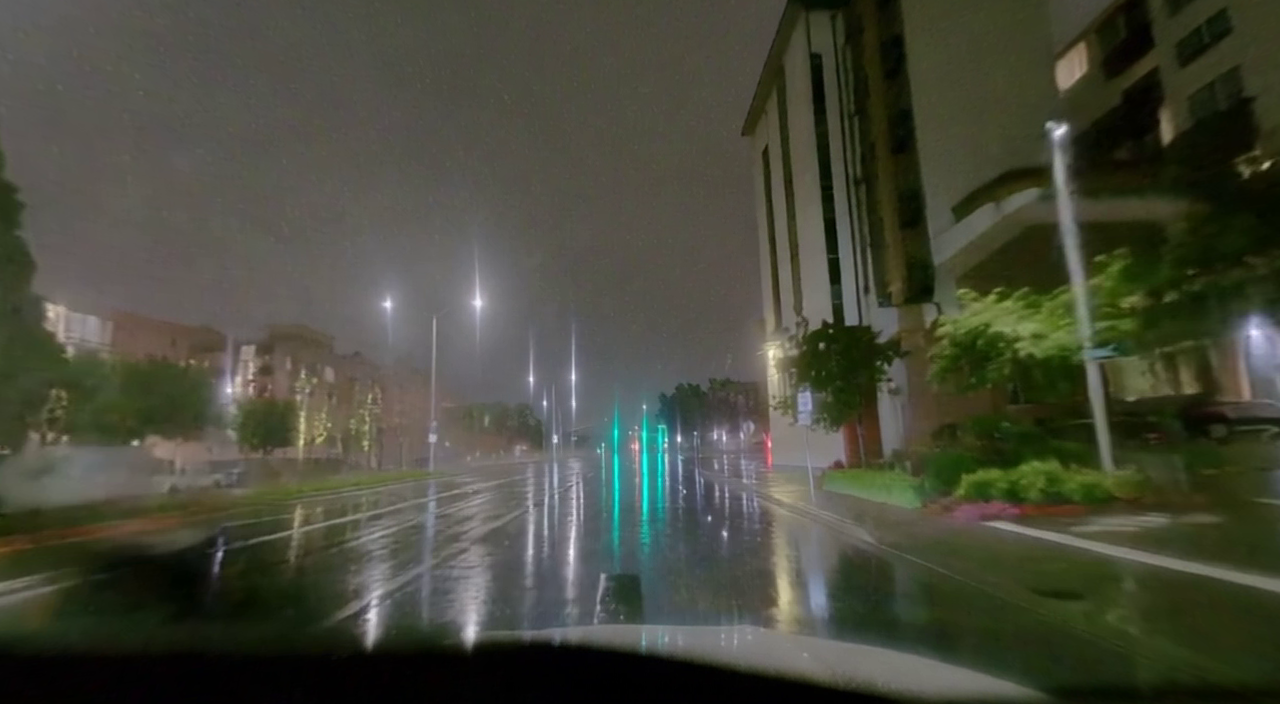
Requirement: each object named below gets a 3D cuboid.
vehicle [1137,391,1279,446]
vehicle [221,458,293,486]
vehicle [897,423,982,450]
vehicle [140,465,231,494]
[{"bbox_3d":[24.053,2.751,25.546,6.146,2.098,2.167,1,-8,-4],"label":"vehicle"},{"bbox_3d":[-26.495,8.288,43.889,1.931,1.673,4.623,0,-8,2],"label":"vehicle"},{"bbox_3d":[22.346,6.300,47.307,5.135,1.964,2.402,0,-7,1],"label":"vehicle"},{"bbox_3d":[-26.914,7.551,37.646,1.916,1.456,4.597,0,-8,1],"label":"vehicle"}]
